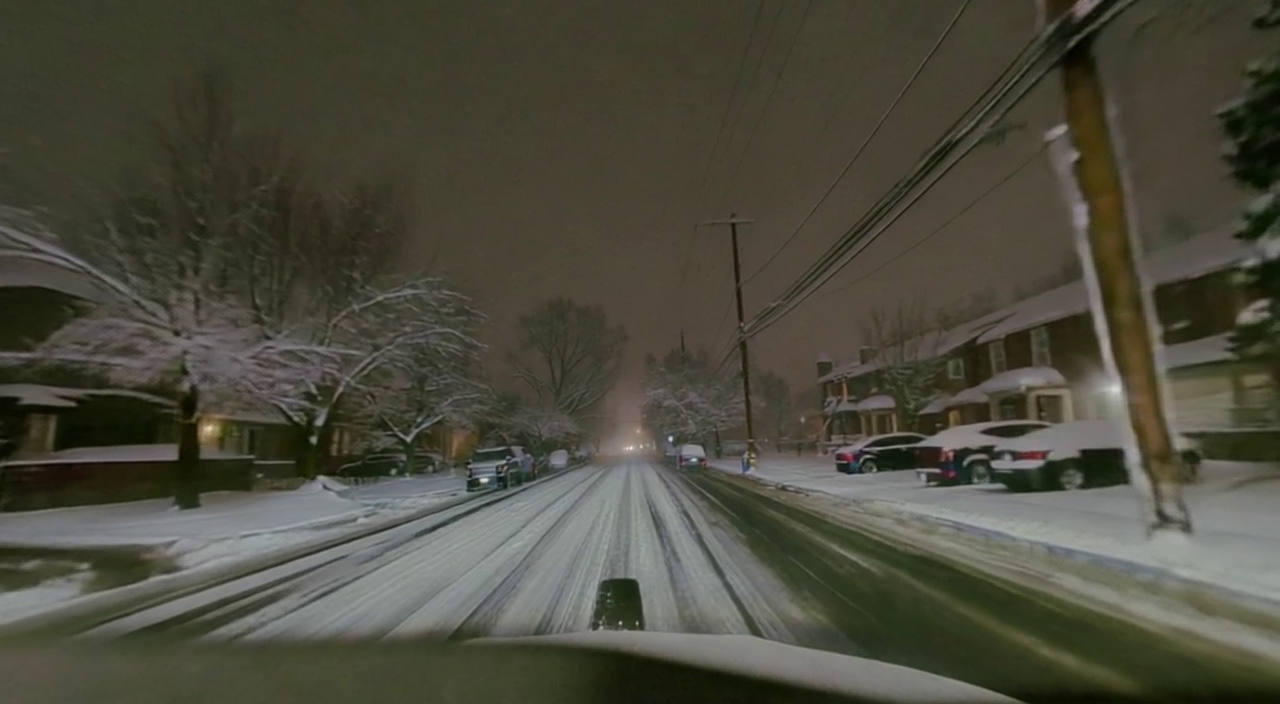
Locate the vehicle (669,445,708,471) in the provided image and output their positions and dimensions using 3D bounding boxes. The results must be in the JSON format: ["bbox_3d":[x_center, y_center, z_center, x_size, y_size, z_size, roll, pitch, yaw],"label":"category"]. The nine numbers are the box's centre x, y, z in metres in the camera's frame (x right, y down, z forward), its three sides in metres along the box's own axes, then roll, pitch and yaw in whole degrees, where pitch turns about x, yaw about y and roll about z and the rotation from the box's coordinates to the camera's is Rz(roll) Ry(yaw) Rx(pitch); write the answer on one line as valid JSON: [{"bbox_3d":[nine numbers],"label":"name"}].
[{"bbox_3d":[3.321,7.341,44.137,2.247,1.618,4.655,2,-8,-1],"label":"vehicle"}]

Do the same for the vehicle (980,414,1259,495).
[{"bbox_3d":[11.108,2.431,14.984,4.782,1.748,2.106,-1,-9,2],"label":"vehicle"}]

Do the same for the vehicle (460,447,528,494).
[{"bbox_3d":[-6.283,5.088,27.579,2.035,1.736,3.955,-2,-7,-1],"label":"vehicle"}]

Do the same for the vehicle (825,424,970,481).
[{"bbox_3d":[9.782,3.821,24.234,4.559,1.843,2.081,-2,-7,-4],"label":"vehicle"}]

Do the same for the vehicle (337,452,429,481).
[{"bbox_3d":[-16.199,7.229,39.997,4.706,1.681,2.389,-1,-9,5],"label":"vehicle"}]
